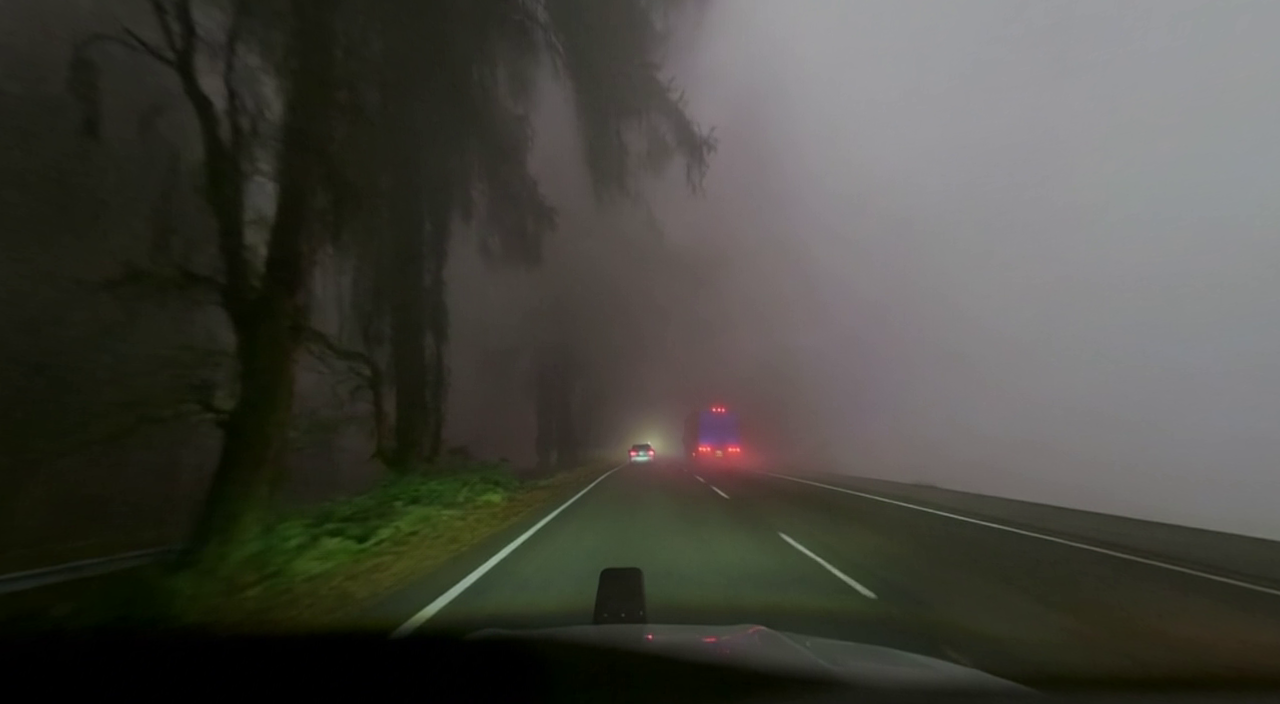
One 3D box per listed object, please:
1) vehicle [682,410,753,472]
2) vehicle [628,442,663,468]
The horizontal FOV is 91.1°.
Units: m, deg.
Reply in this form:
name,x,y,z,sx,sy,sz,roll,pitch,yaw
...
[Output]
name,x,y,z,sx,sy,sz,roll,pitch,yaw
vehicle,4.290,5.167,36.544,3.015,3.211,7.982,0,-8,-1
vehicle,0.373,6.624,40.722,2.170,1.544,4.373,0,-8,1
